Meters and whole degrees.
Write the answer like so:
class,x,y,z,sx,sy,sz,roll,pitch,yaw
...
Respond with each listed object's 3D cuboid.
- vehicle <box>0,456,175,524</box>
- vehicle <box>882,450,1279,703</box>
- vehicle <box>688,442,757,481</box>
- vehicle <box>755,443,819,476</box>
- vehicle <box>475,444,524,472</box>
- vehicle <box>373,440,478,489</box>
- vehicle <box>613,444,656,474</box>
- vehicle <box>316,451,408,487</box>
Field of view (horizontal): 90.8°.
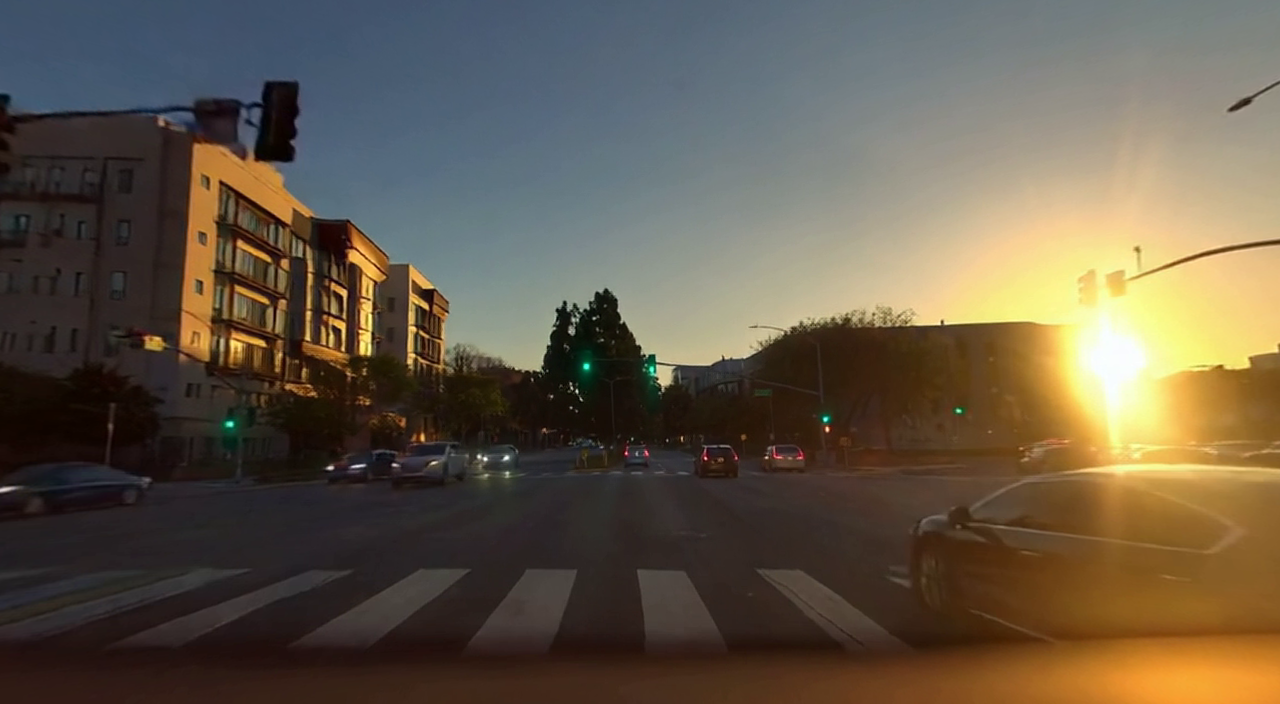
class,x,y,z,sx,sy,sz,roll,pitch,yaw
vehicle,-15.403,3.590,16.996,2.144,1.463,4.701,0,-8,1
vehicle,3.246,1.219,3.447,2.080,1.321,4.382,0,-8,-1
vehicle,3.445,4.665,27.285,2.226,1.490,4.593,0,-8,-2
vehicle,6.924,5.112,30.290,1.861,1.473,4.393,0,-8,-2
vehicle,-9.101,6.910,41.382,2.160,1.689,4.451,0,-8,0
vehicle,-8.590,4.551,25.923,2.590,1.769,4.827,0,-8,1
vehicle,-0.315,5.649,33.704,2.143,1.480,4.006,0,-8,-1
vehicle,-12.482,5.253,28.704,2.181,1.440,4.253,0,-8,1
